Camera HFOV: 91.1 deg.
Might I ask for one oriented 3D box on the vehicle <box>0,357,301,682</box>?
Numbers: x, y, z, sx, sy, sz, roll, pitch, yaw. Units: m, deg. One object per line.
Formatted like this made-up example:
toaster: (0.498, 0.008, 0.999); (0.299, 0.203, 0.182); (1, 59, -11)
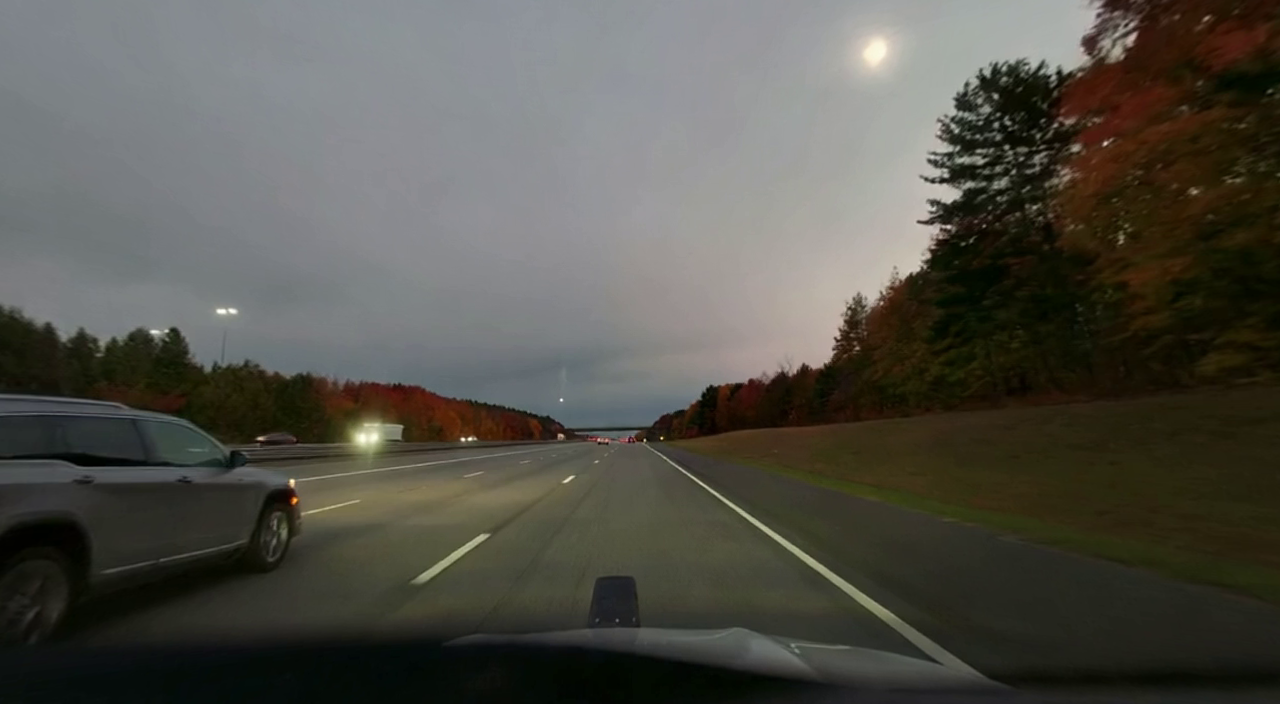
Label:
vehicle: (-4.333, 0.934, 3.745); (2.057, 1.666, 4.552); (0, -8, 0)
